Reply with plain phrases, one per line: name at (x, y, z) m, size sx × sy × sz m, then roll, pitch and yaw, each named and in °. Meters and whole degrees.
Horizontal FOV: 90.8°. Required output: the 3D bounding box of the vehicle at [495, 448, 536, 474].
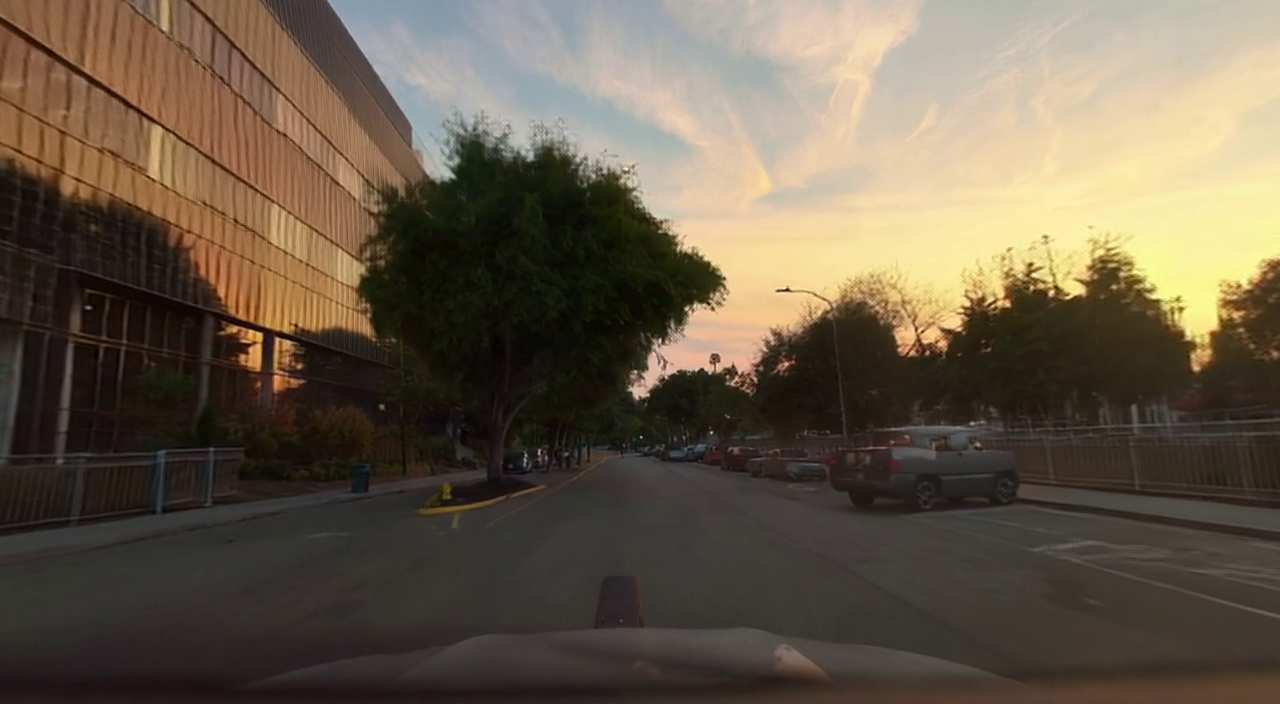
vehicle at (-8.976, 7.872, 45.967) m, size 2.172 × 1.707 × 4.273 m, roll 0°, pitch -8°, yaw -1°

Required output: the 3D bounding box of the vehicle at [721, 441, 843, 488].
vehicle at (5.043, 3.938, 22.451) m, size 3.752 × 1.494 × 2.083 m, roll 5°, pitch -9°, yaw -30°

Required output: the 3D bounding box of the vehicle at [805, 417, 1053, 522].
vehicle at (6.421, 2.449, 13.973) m, size 5.061 × 1.829 × 2.274 m, roll 2°, pitch -8°, yaw -29°
